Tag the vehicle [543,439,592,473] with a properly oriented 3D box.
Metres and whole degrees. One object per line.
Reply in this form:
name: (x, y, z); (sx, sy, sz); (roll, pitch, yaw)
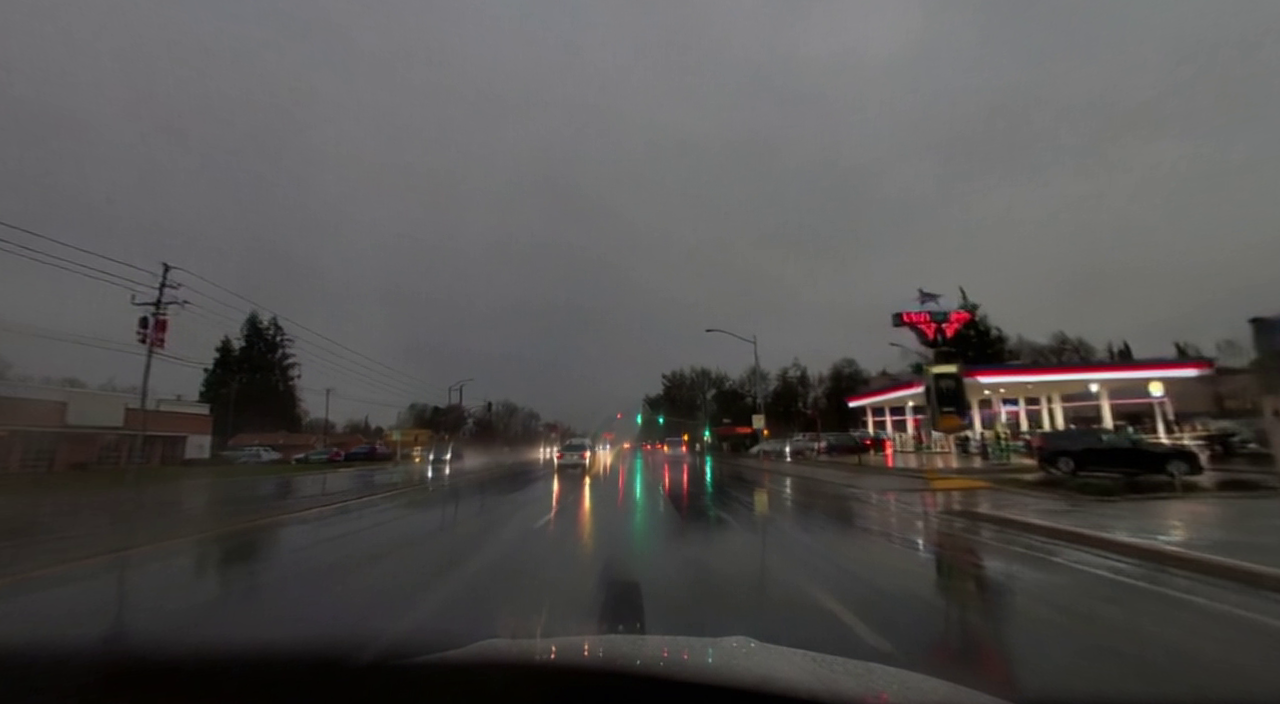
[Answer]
vehicle: (-3.790, 5.541, 33.894); (2.040, 1.661, 4.573); (0, -9, 0)
